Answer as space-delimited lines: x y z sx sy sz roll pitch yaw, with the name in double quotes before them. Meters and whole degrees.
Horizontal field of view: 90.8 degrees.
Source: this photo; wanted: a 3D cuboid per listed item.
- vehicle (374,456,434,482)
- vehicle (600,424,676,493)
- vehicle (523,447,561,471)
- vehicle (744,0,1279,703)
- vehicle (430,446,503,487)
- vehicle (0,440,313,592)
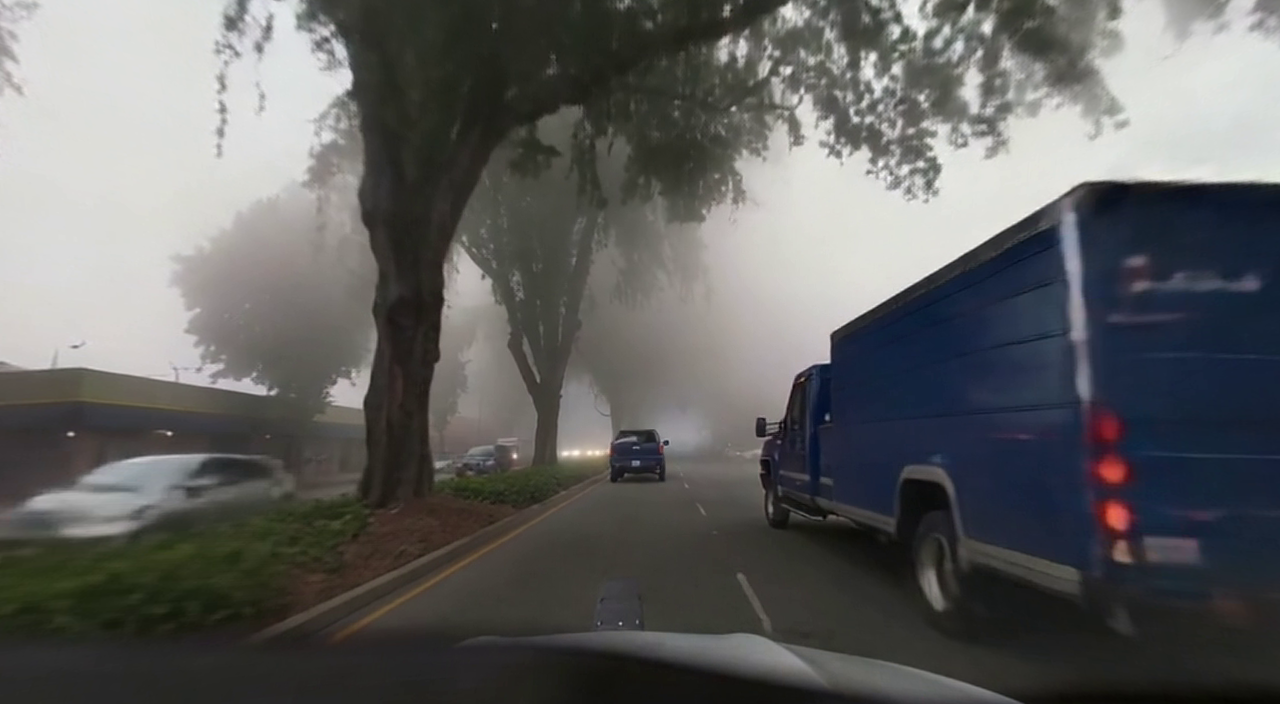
"vehicle" -15.126 7.516 40.701 1.962 1.487 4.652 0 -9 2
"vehicle" 0.053 3.560 21.350 2.293 2.036 4.853 -1 -9 3
"vehicle" -7.321 8.018 47.677 1.977 1.669 4.387 -1 -9 2
"vehicle" 3.824 0.685 8.496 3.007 4.206 12.913 0 -9 2
"vehicle" -7.605 5.033 28.152 1.937 1.641 4.575 0 -9 0
"vehicle" -6.787 2.038 8.855 2.056 1.534 4.645 0 -9 -2
